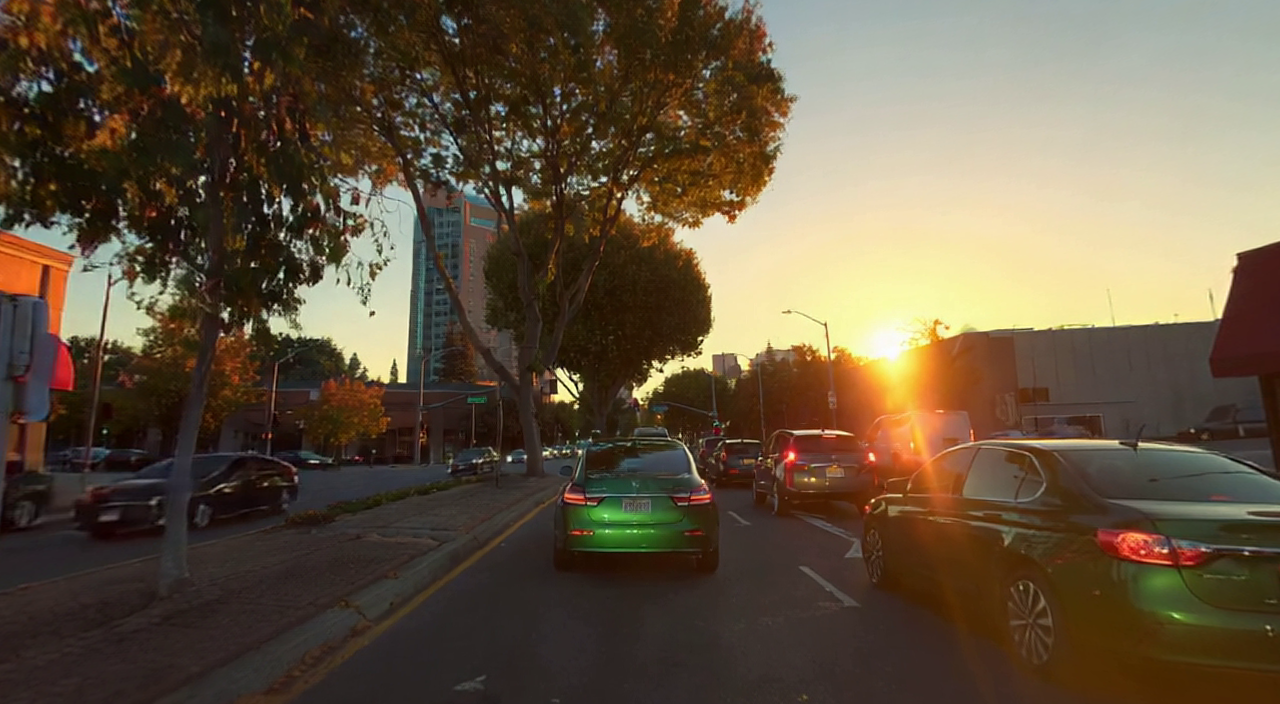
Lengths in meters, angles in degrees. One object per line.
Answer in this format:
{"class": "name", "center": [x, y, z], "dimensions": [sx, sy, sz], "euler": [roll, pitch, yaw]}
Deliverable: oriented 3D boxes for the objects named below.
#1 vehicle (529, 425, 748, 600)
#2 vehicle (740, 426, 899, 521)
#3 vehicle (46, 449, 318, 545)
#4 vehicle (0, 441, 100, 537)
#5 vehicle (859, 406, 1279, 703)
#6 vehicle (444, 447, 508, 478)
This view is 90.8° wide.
{"class": "vehicle", "center": [-0.022, 1.655, 7.297], "dimensions": [1.887, 1.487, 3.535], "euler": [0, -9, 0]}
{"class": "vehicle", "center": [3.535, 2.483, 13.427], "dimensions": [2.025, 1.660, 4.263], "euler": [0, -9, -1]}
{"class": "vehicle", "center": [-8.113, 2.554, 11.853], "dimensions": [1.850, 1.417, 4.321], "euler": [0, -9, 0]}
{"class": "vehicle", "center": [-13.041, 2.589, 11.842], "dimensions": [2.072, 1.773, 4.329], "euler": [0, -9, -2]}
{"class": "vehicle", "center": [3.302, 1.257, 4.487], "dimensions": [1.988, 1.480, 4.195], "euler": [0, -9, 0]}
{"class": "vehicle", "center": [-8.351, 5.633, 32.568], "dimensions": [2.169, 1.477, 4.168], "euler": [0, -9, 0]}
